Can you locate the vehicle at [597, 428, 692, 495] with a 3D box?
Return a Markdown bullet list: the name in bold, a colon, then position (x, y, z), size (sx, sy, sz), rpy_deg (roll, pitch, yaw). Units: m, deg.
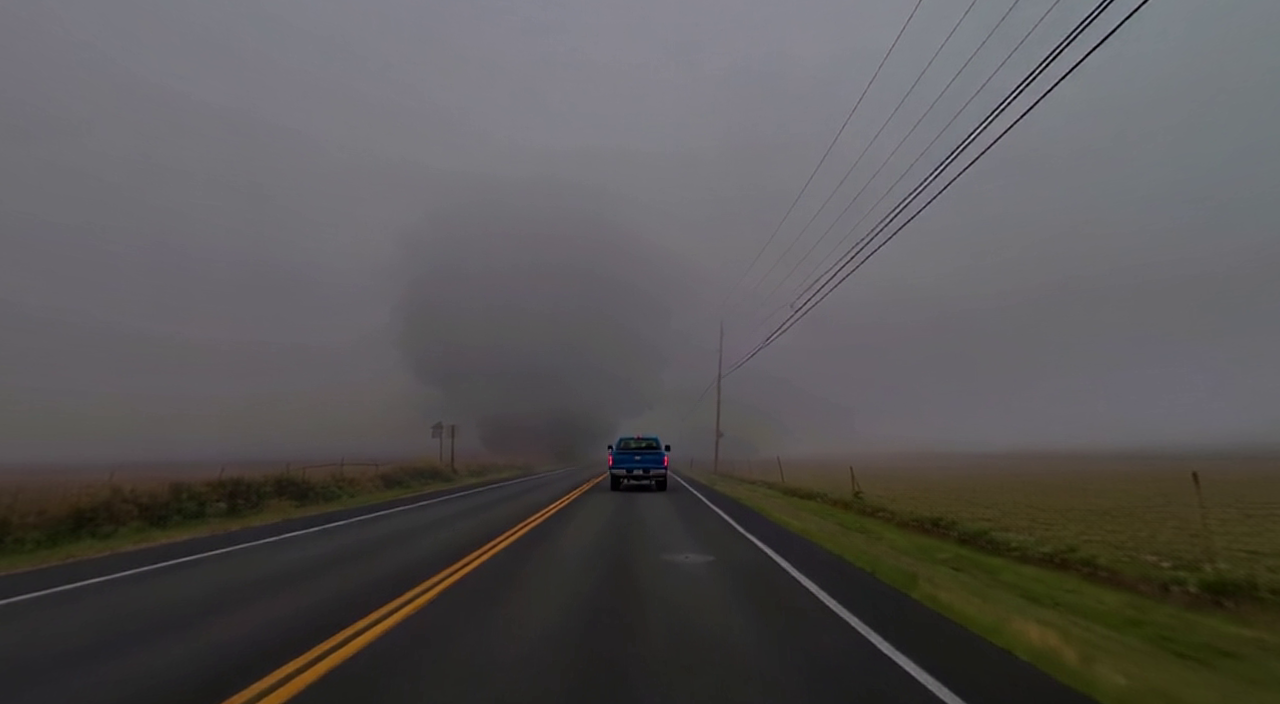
- **vehicle**: position (0.103, 3.945, 23.228), size (2.921, 2.031, 7.416), rpy_deg (0, -9, 0)
